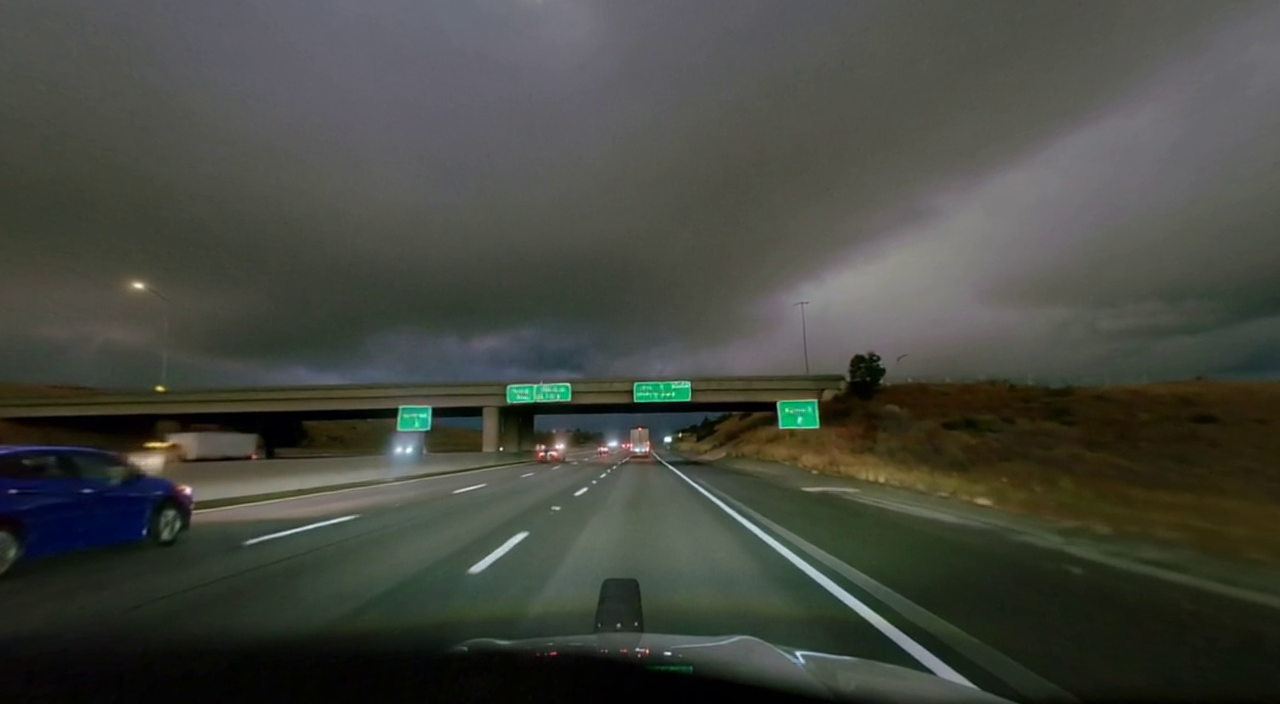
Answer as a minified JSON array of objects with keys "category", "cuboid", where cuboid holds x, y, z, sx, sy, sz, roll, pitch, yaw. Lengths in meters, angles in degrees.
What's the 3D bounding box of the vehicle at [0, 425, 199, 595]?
[{"category":"vehicle","cuboid":[-6.905,1.478,5.955,2.096,1.541,4.610,0,-9,0]}]
